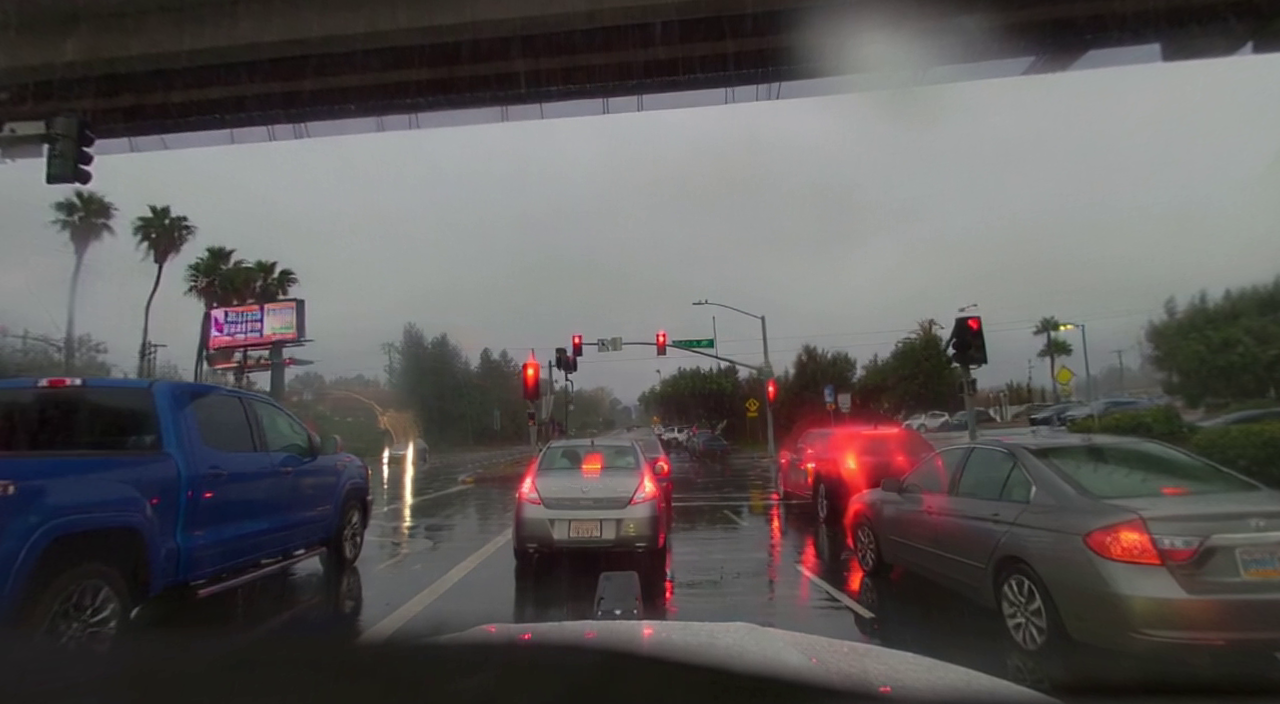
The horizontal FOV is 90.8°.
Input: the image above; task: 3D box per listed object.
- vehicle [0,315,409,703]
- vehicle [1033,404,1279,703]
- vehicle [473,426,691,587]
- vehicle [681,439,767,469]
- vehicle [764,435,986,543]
[{"bbox_3d":[-3.843,1.105,4.941,2.078,1.838,5.448,0,-9,-1],"label":"vehicle"},{"bbox_3d":[3.879,0.893,2.199,2.052,1.496,4.541,0,-9,0],"label":"vehicle"},{"bbox_3d":[-0.646,1.760,8.057,2.035,1.491,4.090,0,-9,-3],"label":"vehicle"},{"bbox_3d":[4.165,5.142,31.977,1.878,1.428,4.416,5,-10,-32],"label":"vehicle"},{"bbox_3d":[3.679,2.217,10.961,1.965,1.448,4.486,0,-9,-2],"label":"vehicle"}]
